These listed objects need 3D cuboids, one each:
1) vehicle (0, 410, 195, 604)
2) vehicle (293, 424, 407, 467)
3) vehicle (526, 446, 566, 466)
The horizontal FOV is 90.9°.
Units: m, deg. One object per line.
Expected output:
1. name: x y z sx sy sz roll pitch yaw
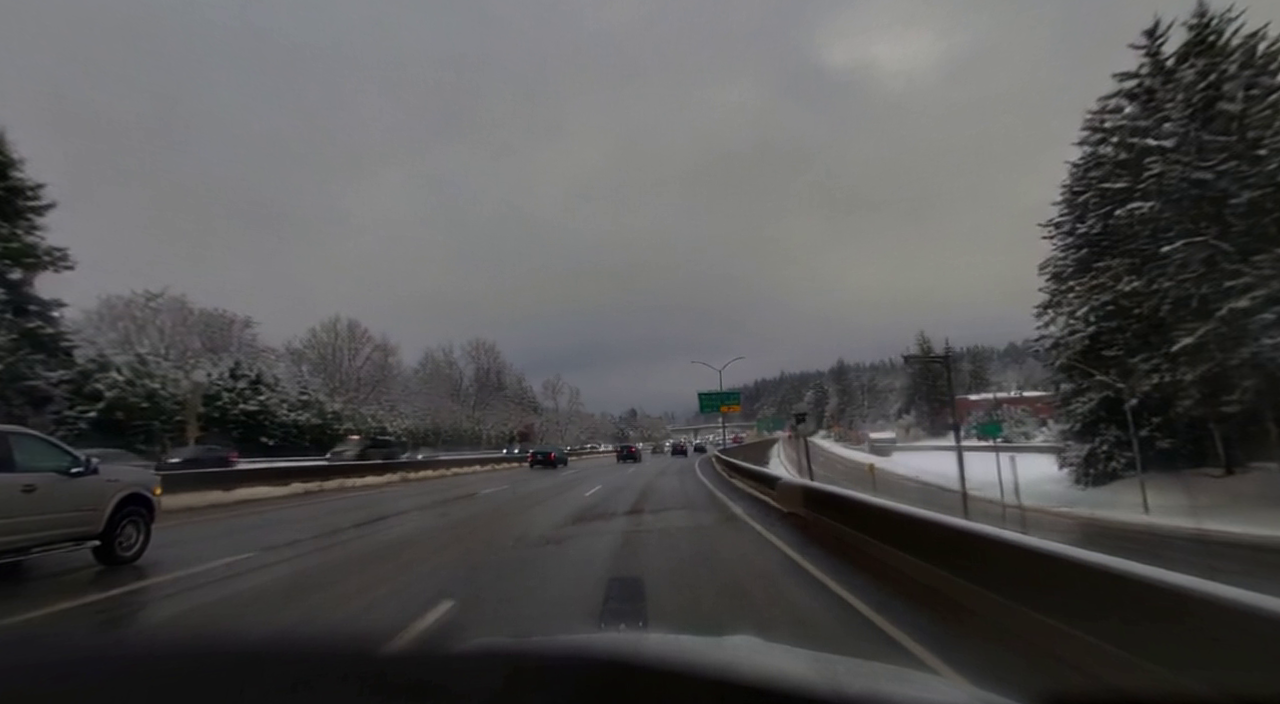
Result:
1. vehicle: -6.393 1.289 5.142 1.923 1.630 4.857 0 -9 1
2. vehicle: -21.415 7.073 47.487 3.305 2.889 9.715 -1 -9 4
3. vehicle: -7.338 8.188 49.774 2.038 1.494 4.729 -1 -9 6
